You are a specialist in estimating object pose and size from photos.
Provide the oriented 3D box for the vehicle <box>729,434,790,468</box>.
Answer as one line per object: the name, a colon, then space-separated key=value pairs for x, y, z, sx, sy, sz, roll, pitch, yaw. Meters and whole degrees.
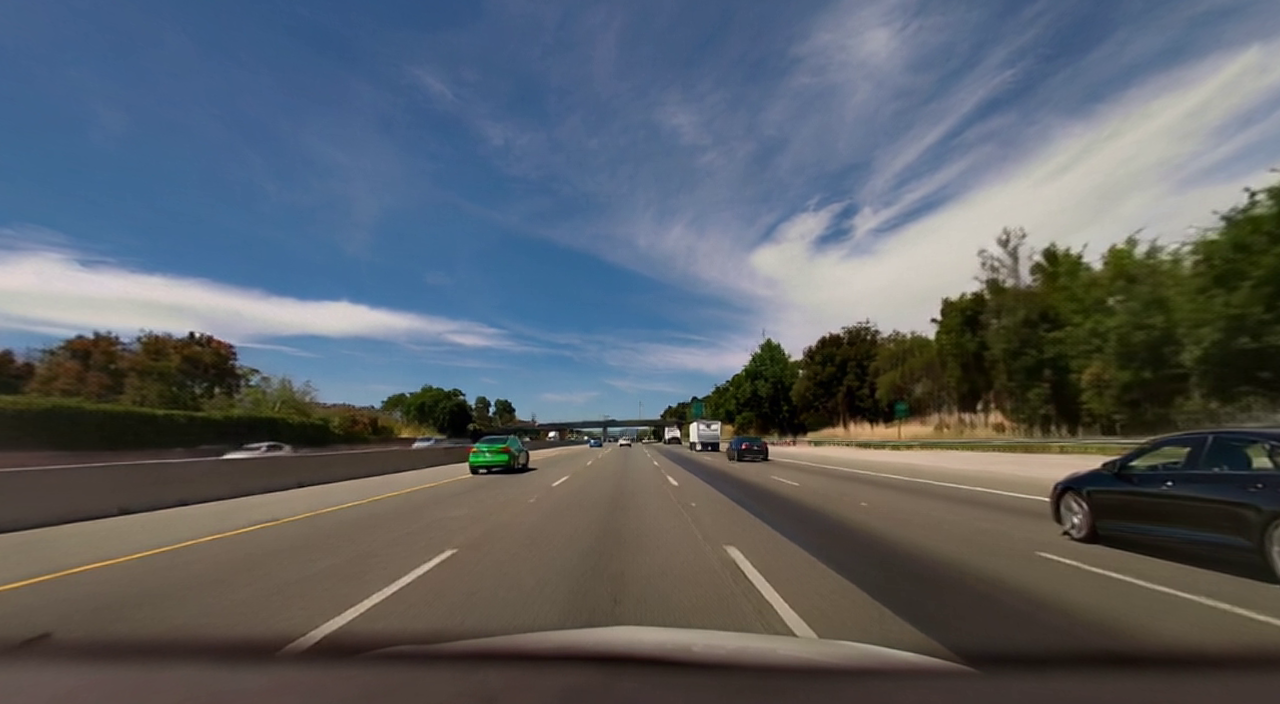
vehicle: x=5.411 y=4.508 z=29.012 sx=1.920 sy=1.436 sz=3.890 roll=0 pitch=-8 yaw=-2

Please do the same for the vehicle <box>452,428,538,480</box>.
vehicle: x=-4.708 y=3.347 z=21.070 sx=1.966 sy=1.570 sz=3.859 roll=0 pitch=-8 yaw=0

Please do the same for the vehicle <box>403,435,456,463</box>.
vehicle: x=-13.242 y=6.078 z=39.863 sx=1.902 sy=1.647 sz=4.241 roll=0 pitch=-8 yaw=-1

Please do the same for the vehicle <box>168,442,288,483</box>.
vehicle: x=-16.565 y=4.439 z=25.687 sx=1.864 sy=1.436 sz=4.572 roll=0 pitch=-8 yaw=-1

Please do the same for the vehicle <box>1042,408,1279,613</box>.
vehicle: x=5.702 y=1.231 z=5.130 sx=2.028 sy=1.488 sz=4.236 roll=0 pitch=-8 yaw=0
